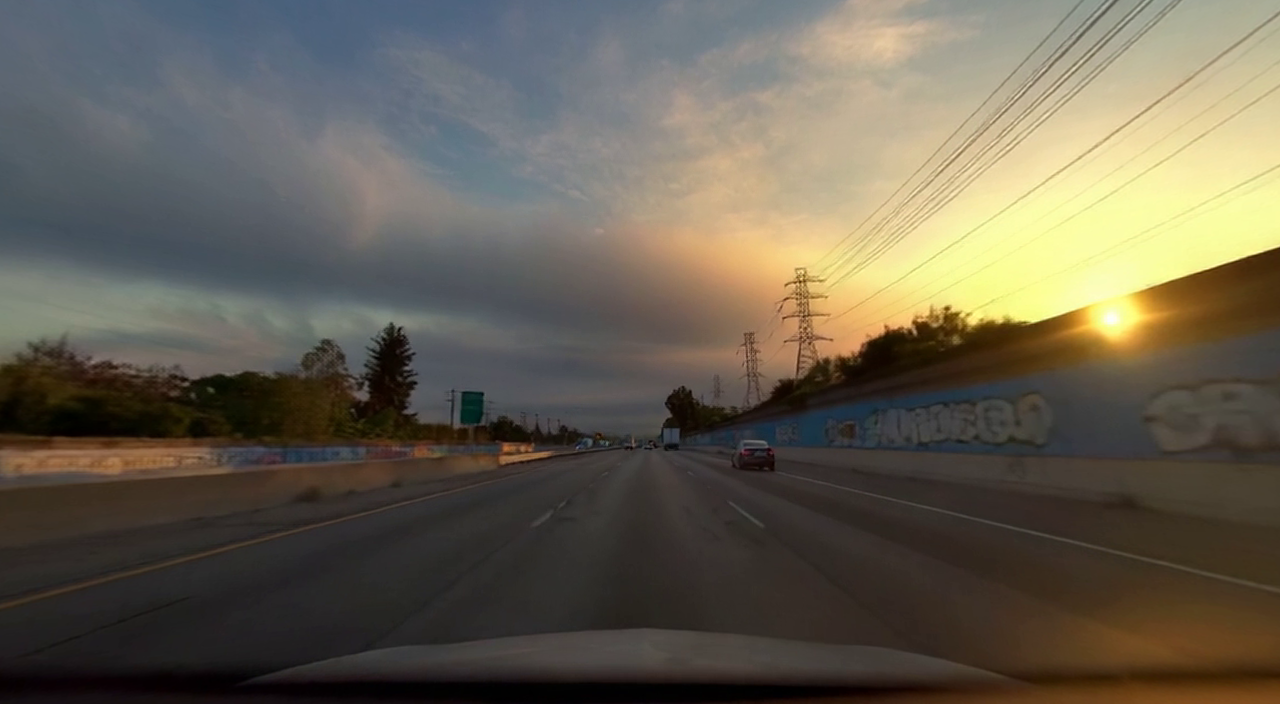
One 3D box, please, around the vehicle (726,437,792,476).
[{"bbox_3d":[4.899,4.361,26.486,1.991,1.494,3.951,0,-8,-1],"label":"vehicle"}]
